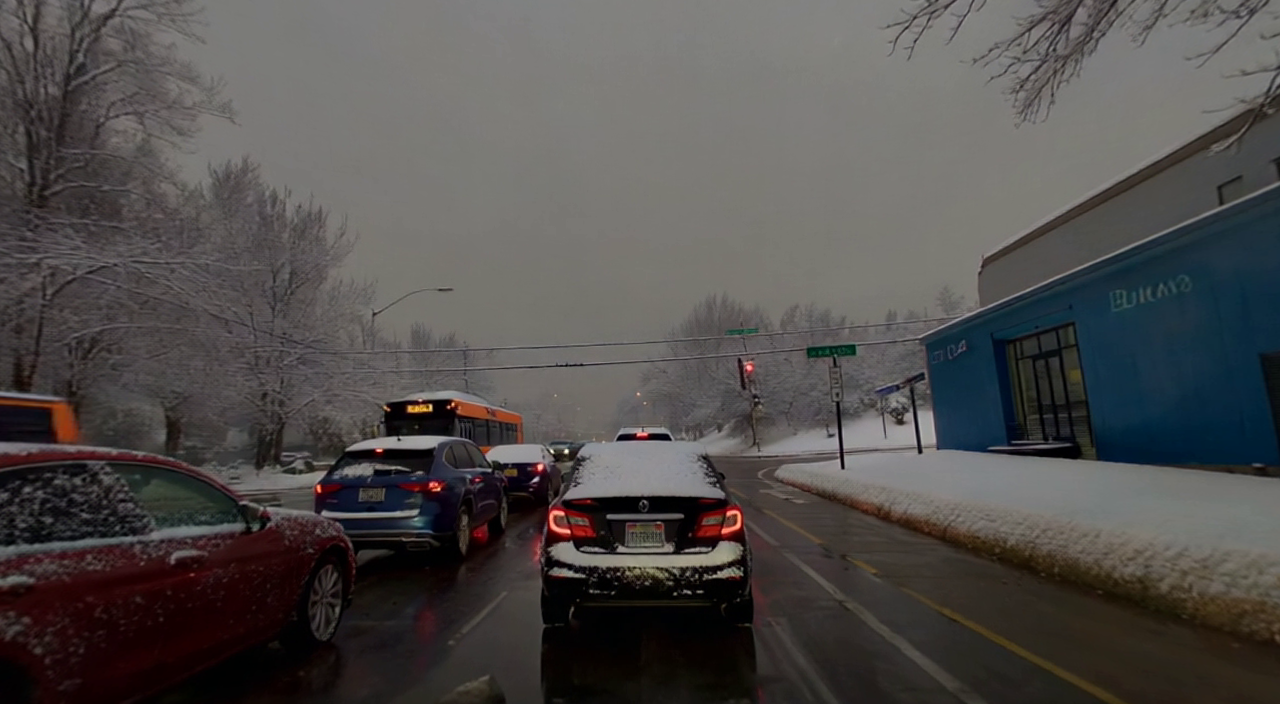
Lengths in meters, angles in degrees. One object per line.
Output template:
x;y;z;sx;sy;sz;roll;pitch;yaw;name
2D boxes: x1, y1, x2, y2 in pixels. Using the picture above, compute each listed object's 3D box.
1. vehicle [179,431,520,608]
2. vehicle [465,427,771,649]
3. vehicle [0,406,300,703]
-2.906;1.751;7.626;1.944;1.481;4.385;0;-8;1;vehicle
-0.134;1.523;6.162;2.031;1.461;3.763;0;-8;0;vehicle
-3.168;0.869;1.720;1.867;1.486;4.452;0;-8;2;vehicle
